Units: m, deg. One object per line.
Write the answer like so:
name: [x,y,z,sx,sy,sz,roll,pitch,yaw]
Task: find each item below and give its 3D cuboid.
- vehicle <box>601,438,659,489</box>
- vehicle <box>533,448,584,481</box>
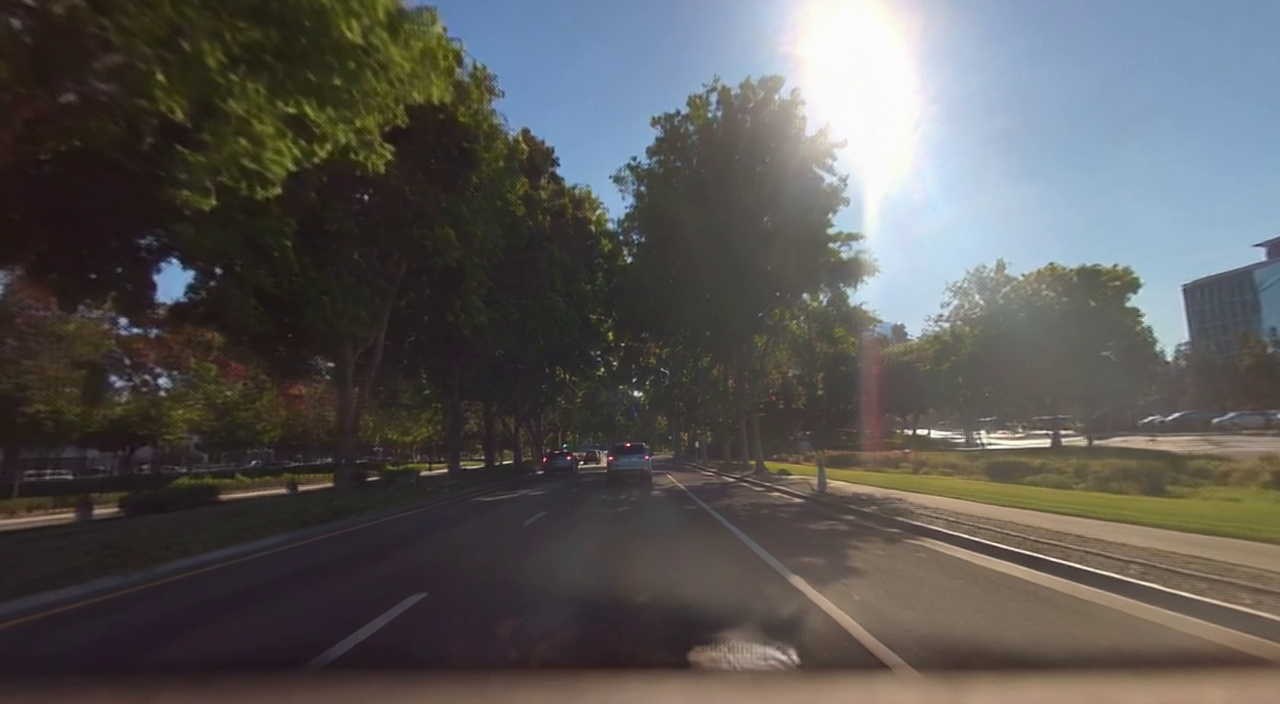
vehicle: [-0.340,4.187,24.049,2.018,1.769,3.897,0,-8,0]
vehicle: [-4.007,5.605,31.739,1.936,1.538,4.016,0,-8,1]
